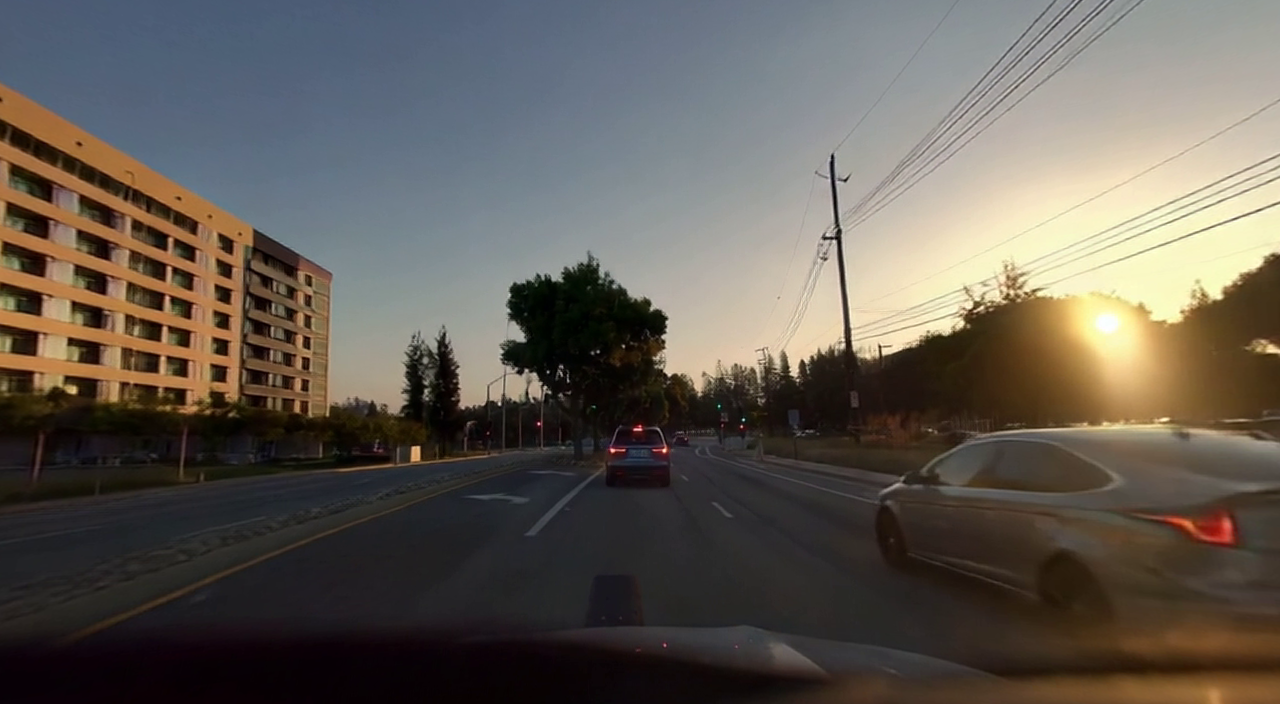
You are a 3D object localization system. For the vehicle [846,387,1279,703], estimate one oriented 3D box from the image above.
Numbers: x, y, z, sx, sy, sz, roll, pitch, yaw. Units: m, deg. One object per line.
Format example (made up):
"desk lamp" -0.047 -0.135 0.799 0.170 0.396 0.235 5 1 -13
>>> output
"vehicle" 3.181 1.191 4.318 1.990 1.482 4.575 0 -8 0

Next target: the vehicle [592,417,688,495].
"vehicle" 0.016 2.696 16.646 2.189 1.776 4.342 0 -8 0
